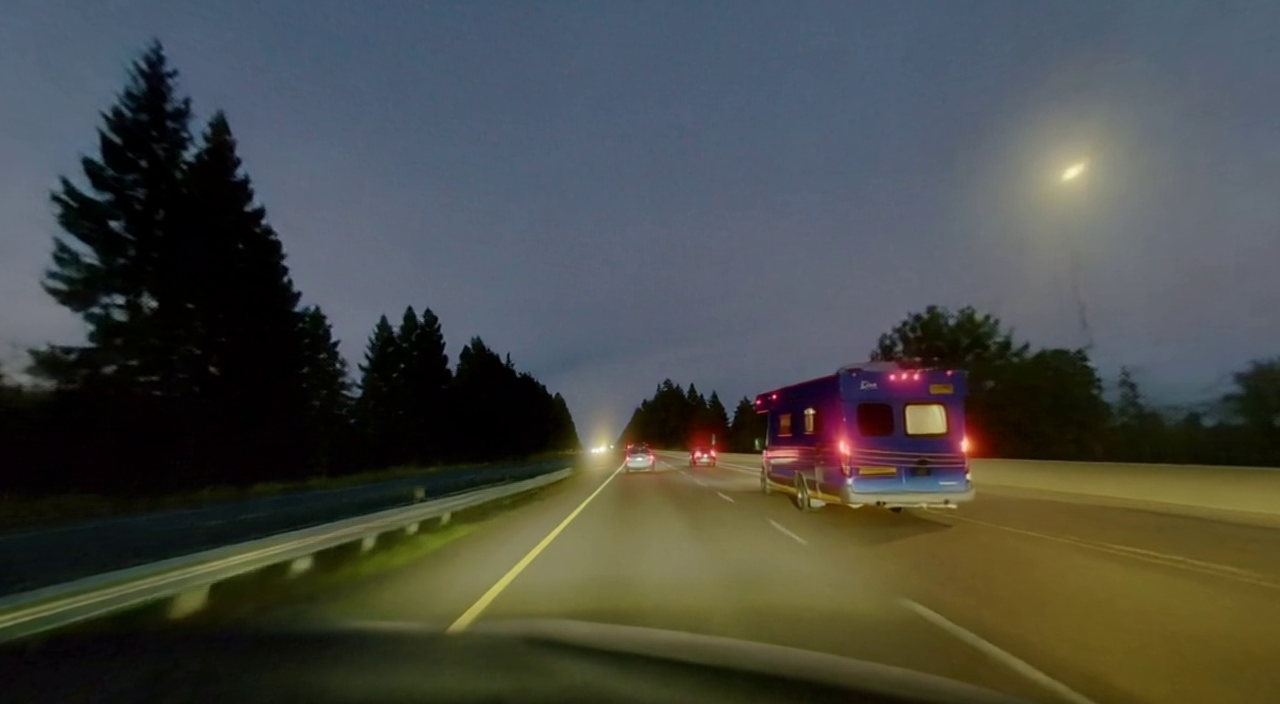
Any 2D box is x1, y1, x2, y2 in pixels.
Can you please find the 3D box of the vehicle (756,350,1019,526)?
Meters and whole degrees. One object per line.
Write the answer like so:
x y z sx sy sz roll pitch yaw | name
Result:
4.621 1.907 13.719 2.745 2.832 7.035 0 -9 -1 | vehicle

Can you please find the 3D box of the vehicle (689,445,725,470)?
4.079 6.437 38.677 1.757 1.459 3.398 0 -9 -1 | vehicle

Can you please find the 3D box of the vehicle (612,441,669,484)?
-0.003 4.438 25.542 2.120 1.575 4.018 0 -9 -1 | vehicle
